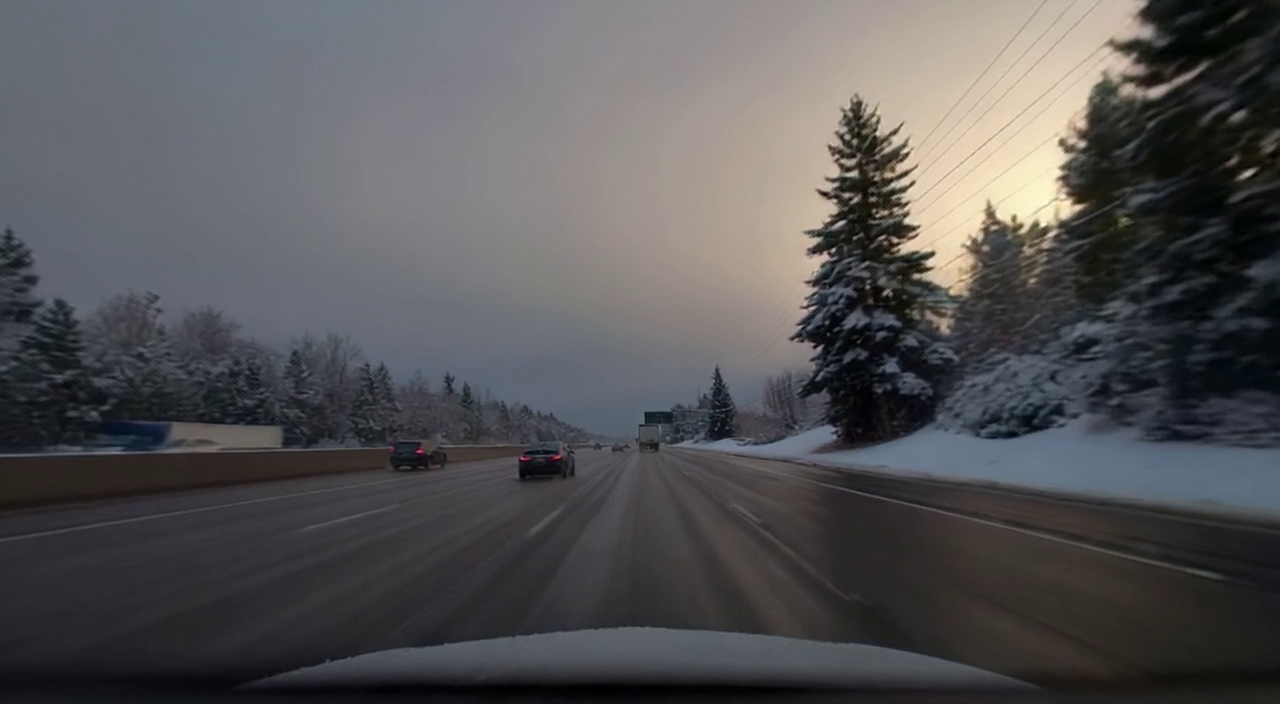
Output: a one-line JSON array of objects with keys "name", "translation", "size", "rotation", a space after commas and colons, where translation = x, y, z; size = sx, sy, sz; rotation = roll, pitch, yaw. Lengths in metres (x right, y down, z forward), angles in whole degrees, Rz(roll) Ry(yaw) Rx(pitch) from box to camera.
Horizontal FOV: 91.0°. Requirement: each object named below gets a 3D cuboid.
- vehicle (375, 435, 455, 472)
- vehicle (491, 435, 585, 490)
[{"name": "vehicle", "translation": [-10.740, 4.904, 30.482], "size": [2.058, 1.621, 4.739], "rotation": [0, -9, 1]}, {"name": "vehicle", "translation": [-3.085, 3.486, 20.189], "size": [2.045, 1.532, 4.954], "rotation": [0, -9, 1]}]
